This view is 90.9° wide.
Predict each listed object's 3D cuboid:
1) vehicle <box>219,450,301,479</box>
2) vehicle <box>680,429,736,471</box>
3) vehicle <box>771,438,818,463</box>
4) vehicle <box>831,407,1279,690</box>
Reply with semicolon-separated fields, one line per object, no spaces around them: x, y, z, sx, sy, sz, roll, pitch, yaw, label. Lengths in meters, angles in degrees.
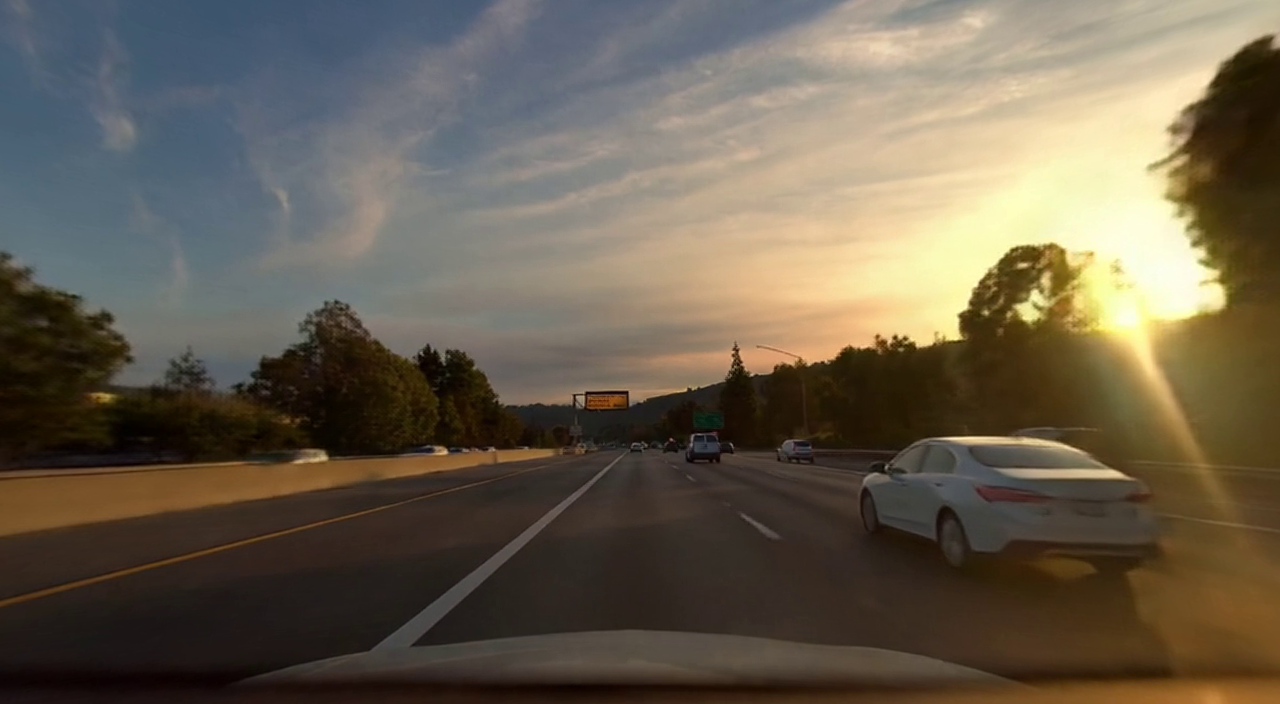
-21.491;6.360;35.920;1.825;1.444;4.583;0;-8;0;vehicle
3.448;5.103;33.105;2.218;1.964;5.662;0;-8;-1;vehicle
11.028;7.060;45.383;2.045;1.658;4.598;0;-8;-2;vehicle
3.495;1.421;5.880;1.978;1.535;4.705;0;-8;0;vehicle
